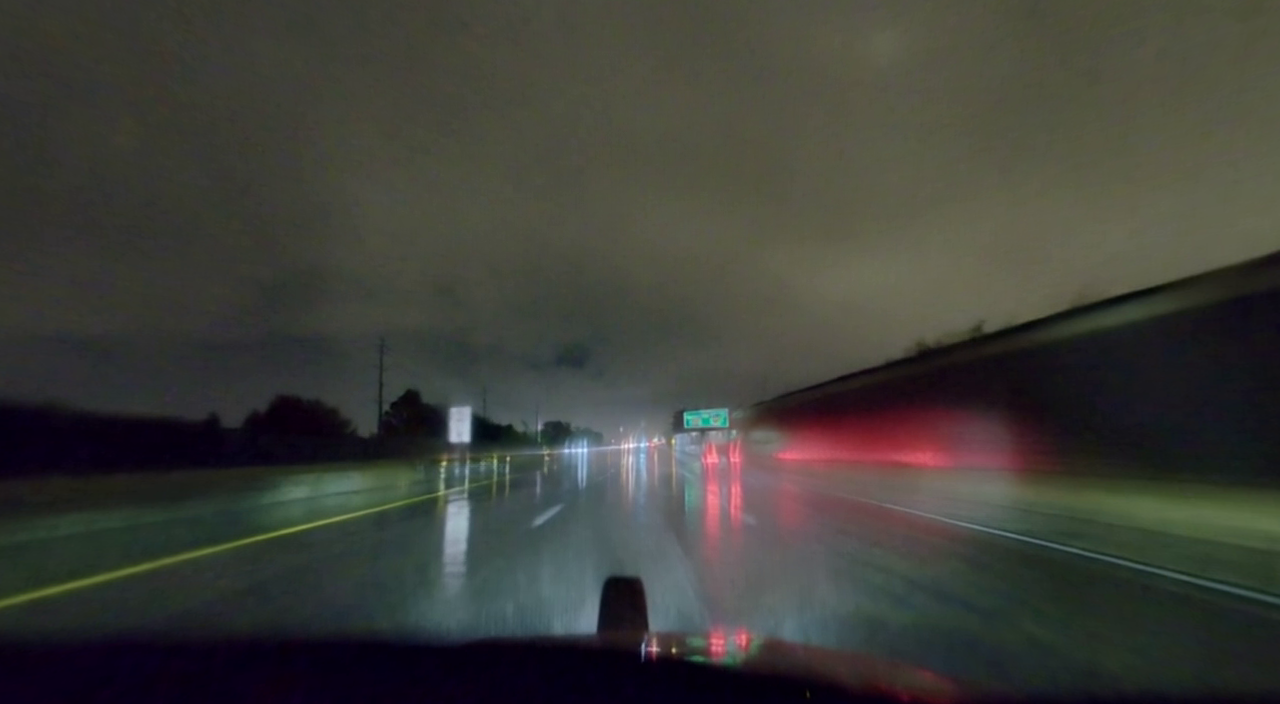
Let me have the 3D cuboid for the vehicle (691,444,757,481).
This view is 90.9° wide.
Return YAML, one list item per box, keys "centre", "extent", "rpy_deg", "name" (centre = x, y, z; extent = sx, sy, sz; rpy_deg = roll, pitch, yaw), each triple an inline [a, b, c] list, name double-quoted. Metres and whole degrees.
- centre: [3.511, 4.726, 27.375]
  extent: [2.193, 1.462, 4.533]
  rpy_deg: [0, -8, -1]
  name: "vehicle"
